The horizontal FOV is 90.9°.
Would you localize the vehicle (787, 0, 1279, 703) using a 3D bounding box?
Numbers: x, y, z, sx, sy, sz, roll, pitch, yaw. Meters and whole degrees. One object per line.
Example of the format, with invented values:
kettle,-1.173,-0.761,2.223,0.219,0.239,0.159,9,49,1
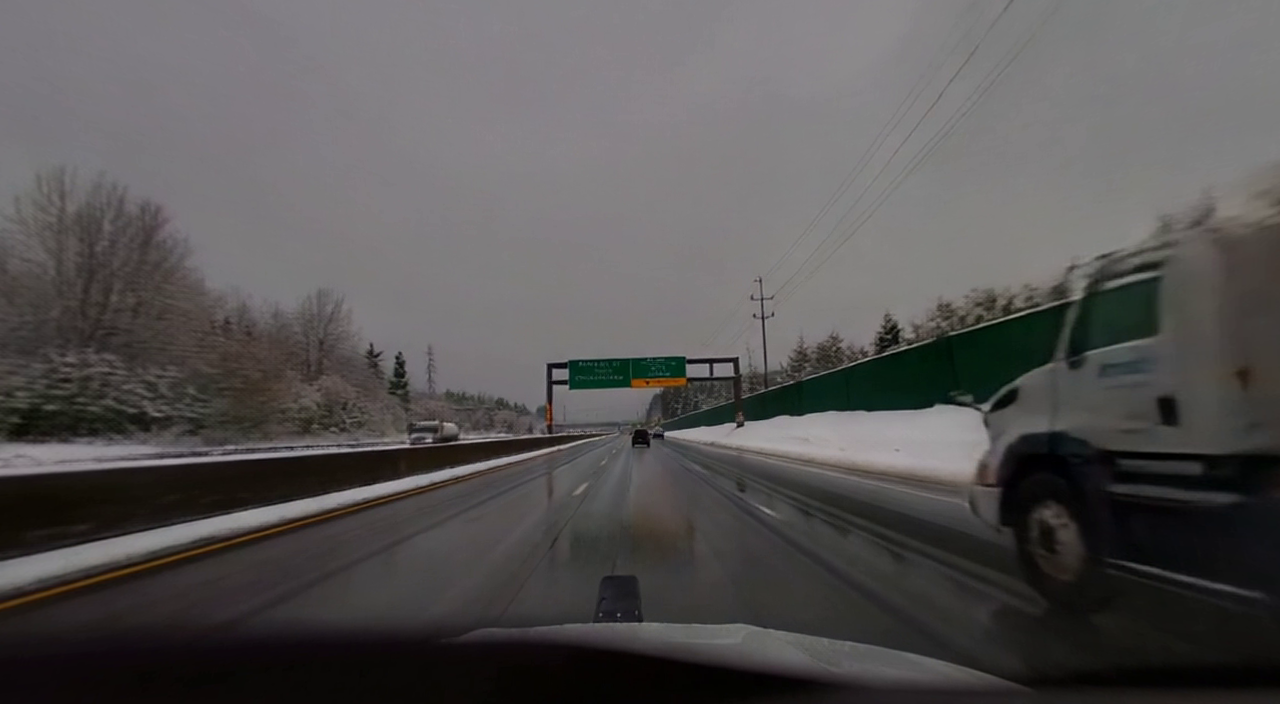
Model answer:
vehicle,3.656,0.139,5.809,3.031,3.881,5.944,0,-8,-1
